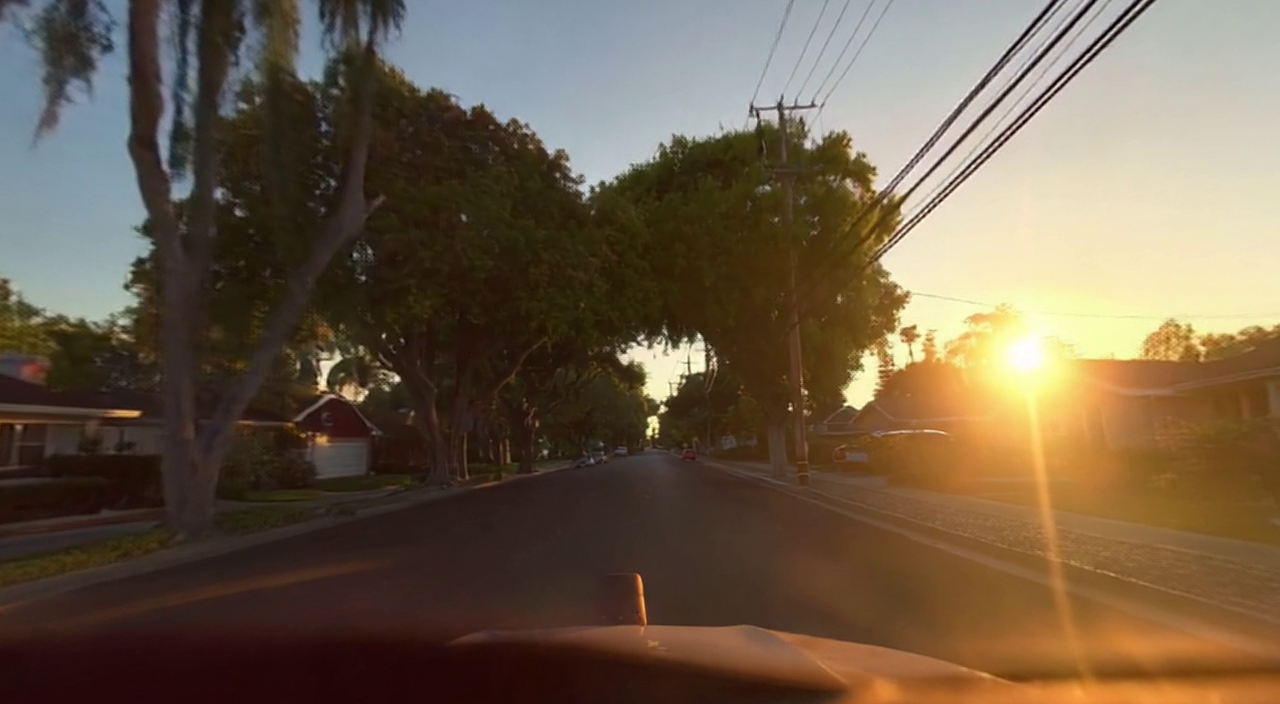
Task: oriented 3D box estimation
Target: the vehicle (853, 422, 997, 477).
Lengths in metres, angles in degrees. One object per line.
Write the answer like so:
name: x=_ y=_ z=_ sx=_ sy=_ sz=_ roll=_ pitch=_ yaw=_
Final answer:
vehicle: x=11.152 y=3.866 z=25.036 sx=4.555 sy=1.803 sz=2.151 roll=-3 pitch=-9 yaw=0
